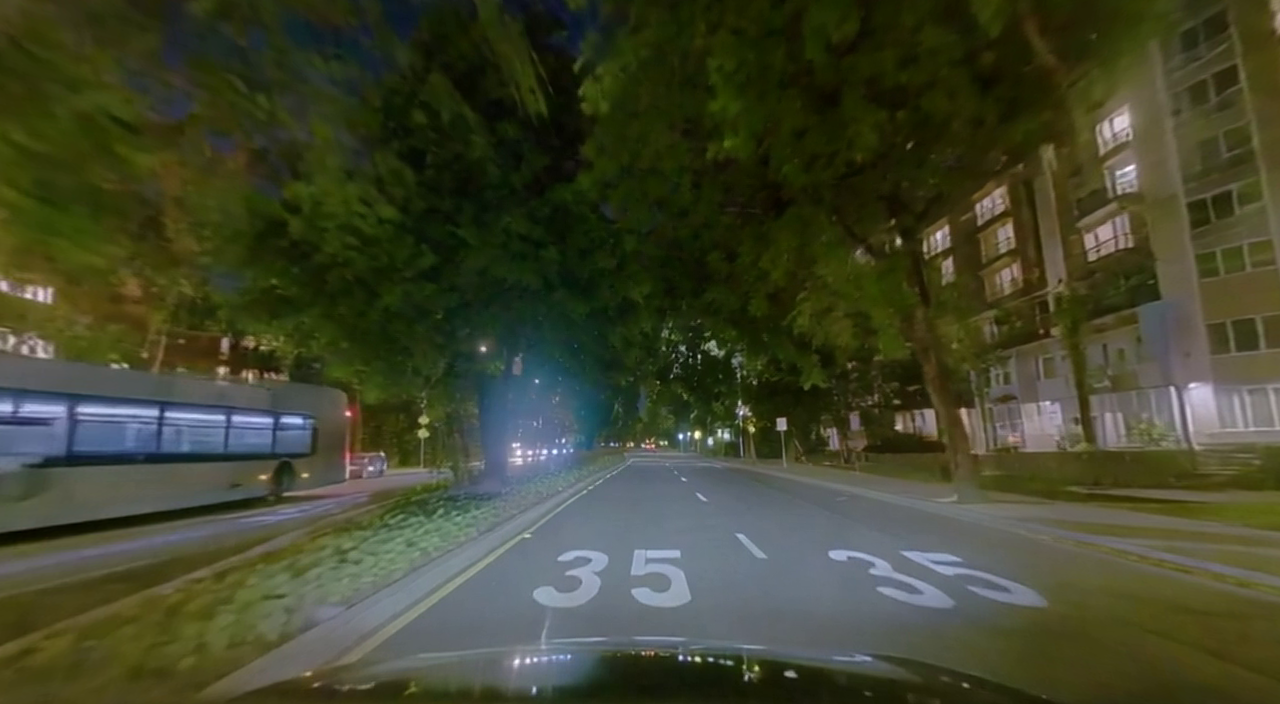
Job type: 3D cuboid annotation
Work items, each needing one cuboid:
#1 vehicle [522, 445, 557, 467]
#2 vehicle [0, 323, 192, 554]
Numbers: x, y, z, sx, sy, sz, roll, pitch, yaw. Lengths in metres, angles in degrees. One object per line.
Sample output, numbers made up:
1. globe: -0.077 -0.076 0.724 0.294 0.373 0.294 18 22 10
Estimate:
1. vehicle: -7.426 7.701 46.896 1.911 1.472 4.582 0 -8 0
2. vehicle: -11.072 1.106 8.166 3.052 3.397 10.003 0 -8 1
